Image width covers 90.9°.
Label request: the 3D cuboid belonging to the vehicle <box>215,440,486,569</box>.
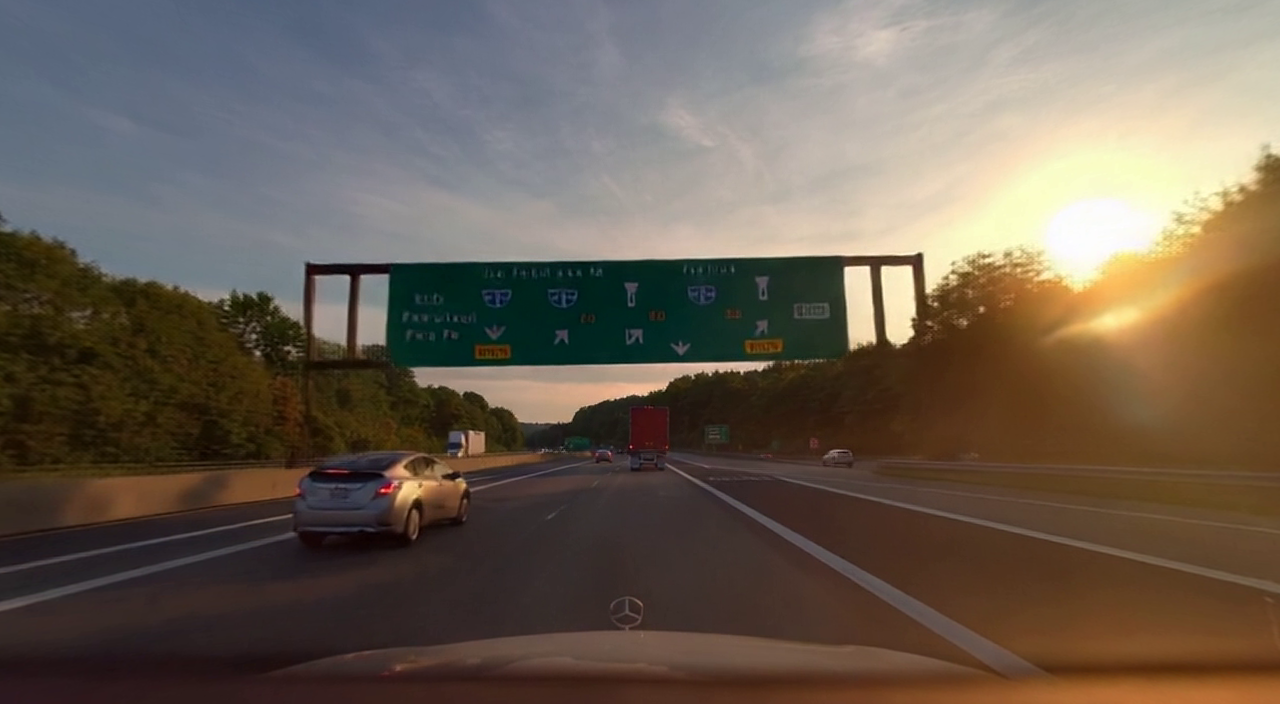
[{"bbox_3d":[-3.880,2.095,9.529,1.931,1.466,4.458,0,-9,1],"label":"vehicle"}]

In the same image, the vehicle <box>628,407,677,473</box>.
[{"bbox_3d":[0.767,6.217,44.245,3.022,4.072,10.318,0,-9,0],"label":"vehicle"}]
